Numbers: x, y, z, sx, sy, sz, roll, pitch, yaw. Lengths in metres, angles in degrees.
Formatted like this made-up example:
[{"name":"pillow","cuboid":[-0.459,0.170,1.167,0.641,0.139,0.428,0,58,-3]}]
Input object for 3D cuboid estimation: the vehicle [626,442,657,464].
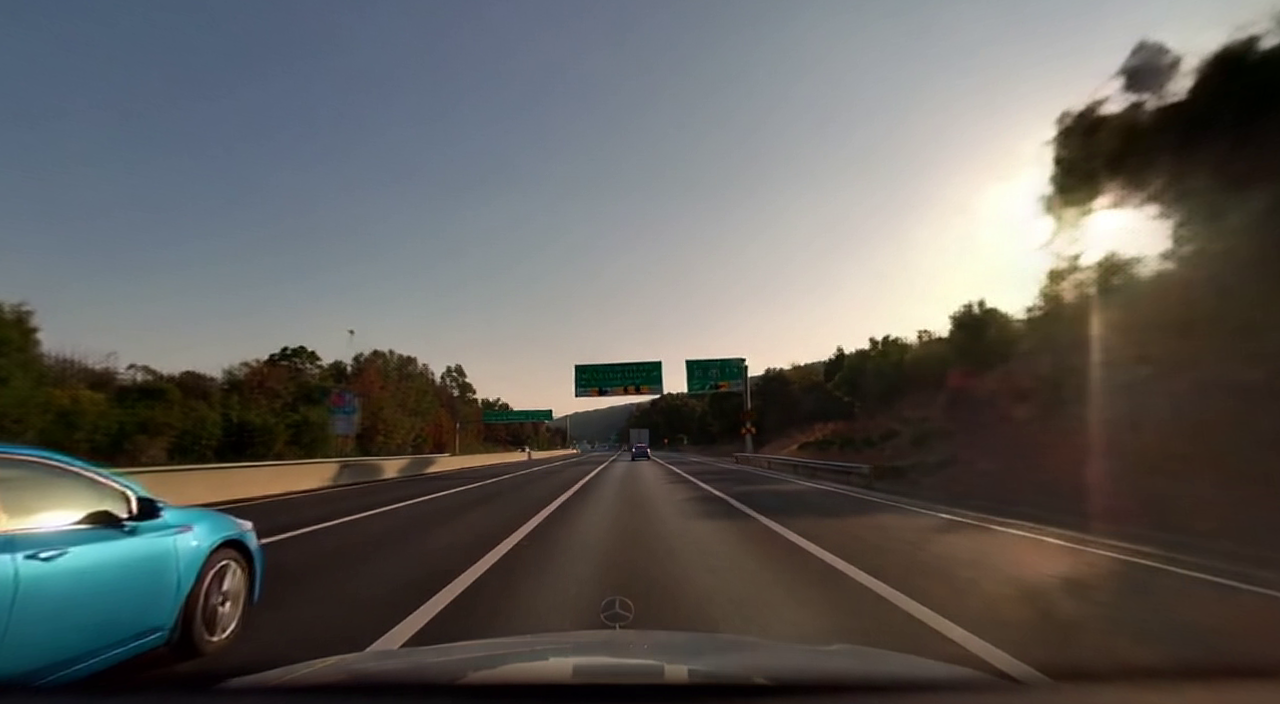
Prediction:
[{"name":"vehicle","cuboid":[0.098,6.942,43.353,2.028,1.440,3.690,0,-8,-1]}]
